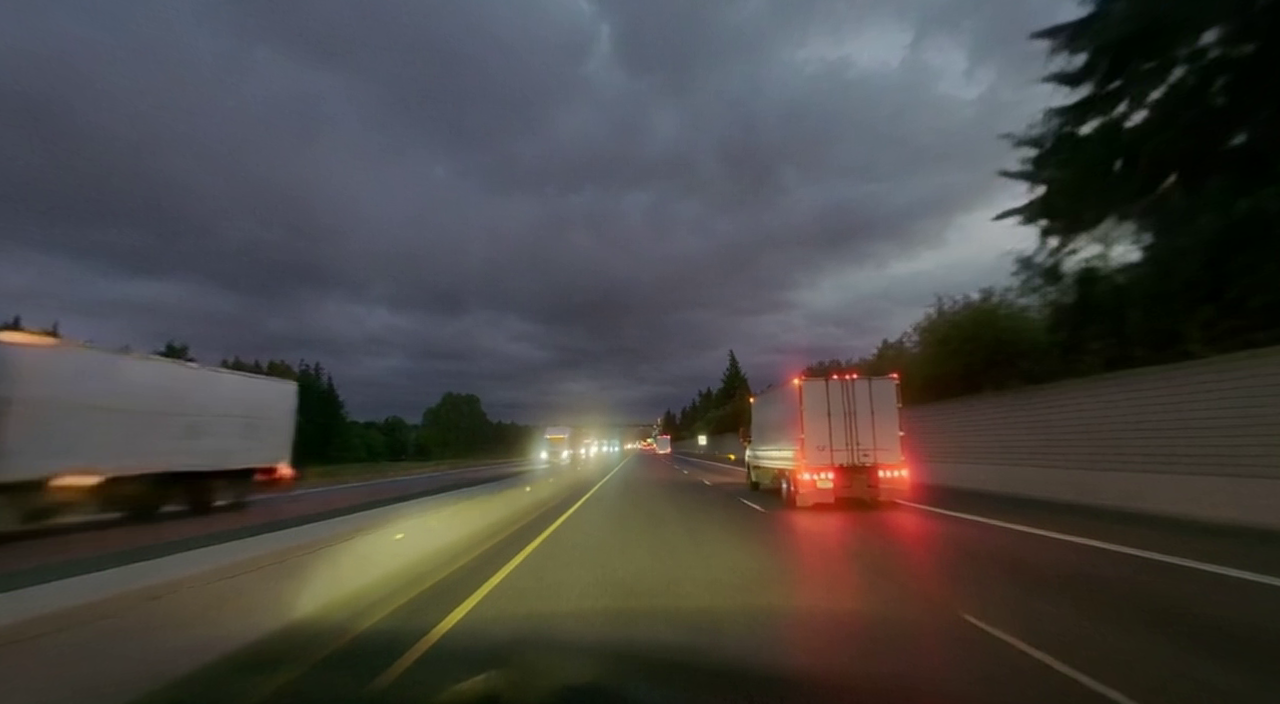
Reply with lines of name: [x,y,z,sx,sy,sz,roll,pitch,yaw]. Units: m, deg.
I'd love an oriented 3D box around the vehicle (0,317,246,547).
vehicle: [-12.767,1.642,12.505,3.343,3.928,10.064,0,-9,0]

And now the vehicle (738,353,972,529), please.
vehicle: [3.977,1.928,13.540,2.449,2.805,6.763,0,-9,-1]
